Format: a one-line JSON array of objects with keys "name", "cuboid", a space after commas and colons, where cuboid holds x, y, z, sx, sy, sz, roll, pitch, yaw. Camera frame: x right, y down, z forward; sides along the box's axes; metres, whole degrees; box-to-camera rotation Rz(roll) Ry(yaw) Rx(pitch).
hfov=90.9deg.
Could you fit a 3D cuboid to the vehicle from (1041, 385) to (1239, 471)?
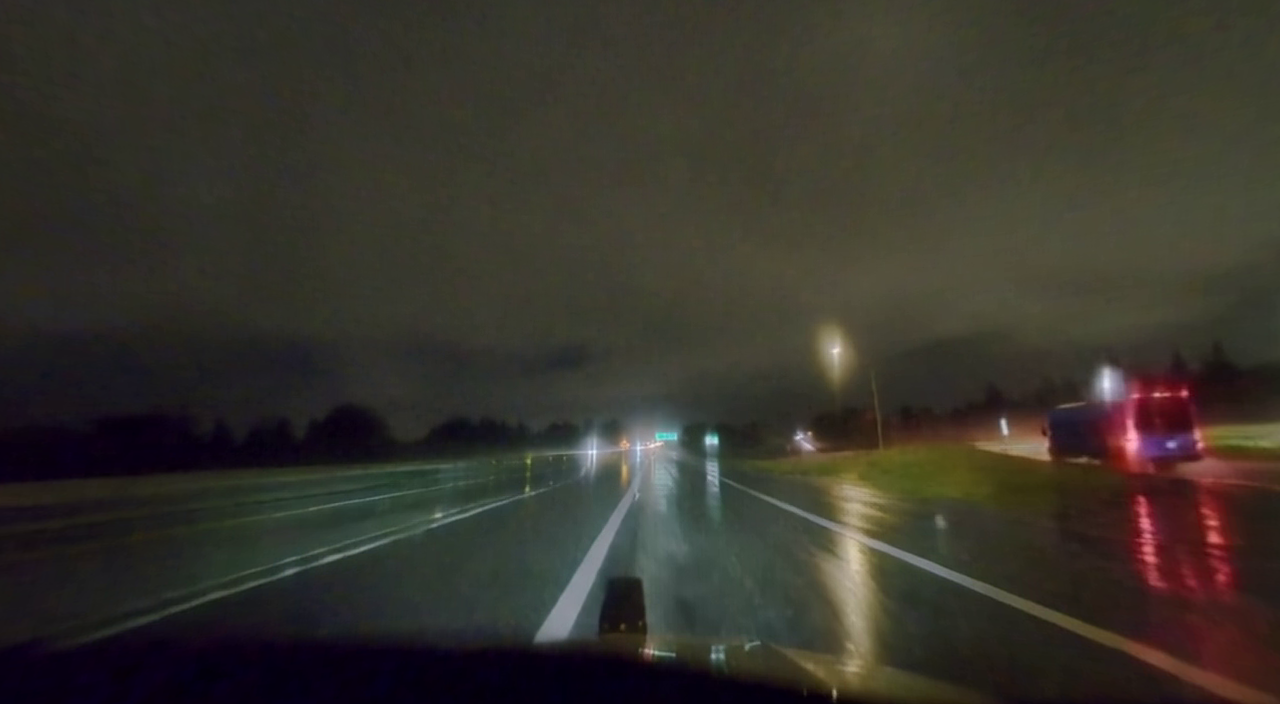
[{"name": "vehicle", "cuboid": [28.607, 4.798, 37.563, 3.063, 4.060, 14.922, -2, -9, 14]}]
